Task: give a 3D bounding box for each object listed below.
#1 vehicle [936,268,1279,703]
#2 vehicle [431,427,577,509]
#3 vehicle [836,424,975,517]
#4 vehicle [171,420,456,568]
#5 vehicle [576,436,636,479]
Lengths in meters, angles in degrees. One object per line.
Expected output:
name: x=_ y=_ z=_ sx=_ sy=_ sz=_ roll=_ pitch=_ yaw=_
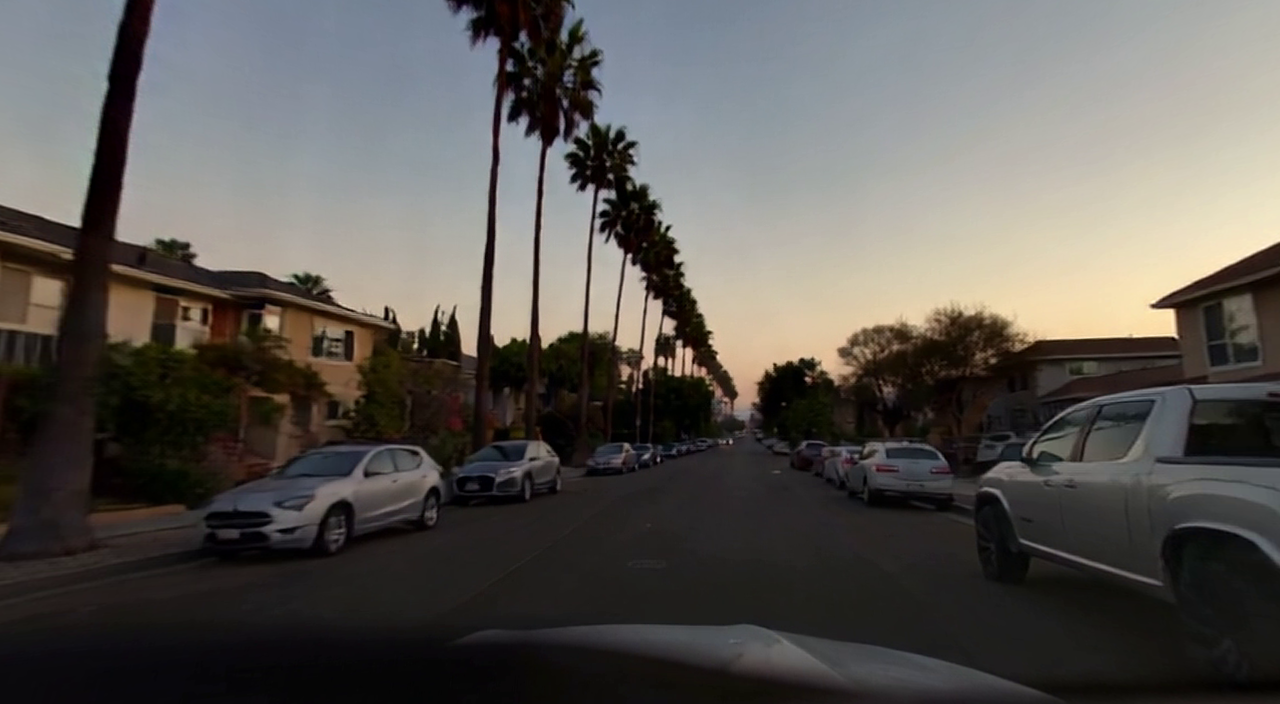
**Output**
vehicle: x=4.601 y=0.978 z=4.612 sx=2.649 sy=2.232 sz=6.576 roll=-2 pitch=-8 yaw=10
vehicle: x=-3.361 y=2.992 z=16.930 sx=2.020 sy=1.819 sz=5.168 roll=-2 pitch=-8 yaw=9
vehicle: x=6.230 y=2.799 z=15.502 sx=1.964 sy=1.889 sz=4.708 roll=-2 pitch=-8 yaw=8
vehicle: x=-4.406 y=1.925 z=9.328 sx=1.816 sy=1.697 sz=3.777 roll=-1 pitch=-8 yaw=8
vehicle: x=-1.484 y=4.792 z=29.039 sx=1.947 sy=1.803 sz=4.381 roll=-2 pitch=-8 yaw=8
